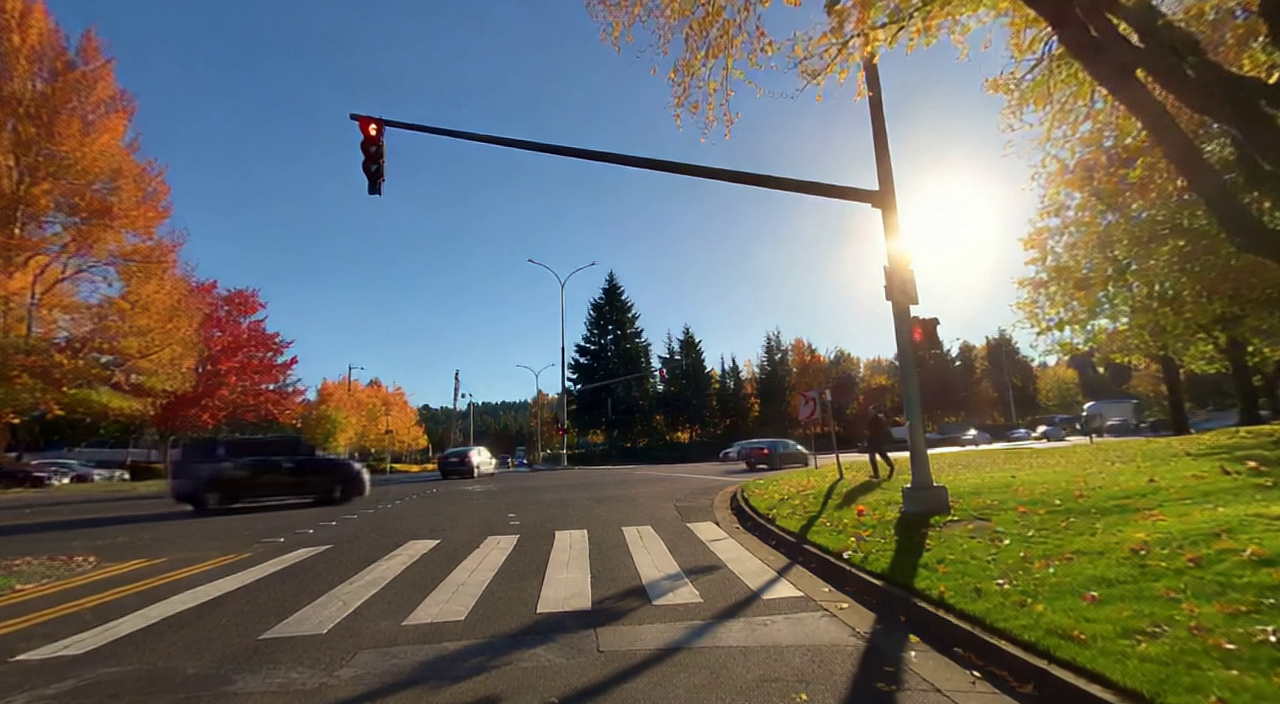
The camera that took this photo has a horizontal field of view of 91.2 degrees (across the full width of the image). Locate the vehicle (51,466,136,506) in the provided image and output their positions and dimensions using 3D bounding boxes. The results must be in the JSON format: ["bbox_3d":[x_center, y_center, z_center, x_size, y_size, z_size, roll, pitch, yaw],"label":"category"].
[{"bbox_3d":[-25.377,6.191,29.281,1.694,1.528,4.225,3,-9,-23],"label":"vehicle"}]

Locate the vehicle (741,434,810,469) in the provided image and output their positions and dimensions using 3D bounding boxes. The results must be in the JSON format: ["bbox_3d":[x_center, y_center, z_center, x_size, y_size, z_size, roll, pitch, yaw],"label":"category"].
[{"bbox_3d":[7.812,5.675,35.883,1.988,1.853,4.314,-8,-11,39],"label":"vehicle"}]

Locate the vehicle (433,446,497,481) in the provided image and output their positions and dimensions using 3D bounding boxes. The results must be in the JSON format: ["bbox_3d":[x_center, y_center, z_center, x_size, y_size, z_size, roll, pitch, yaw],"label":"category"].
[{"bbox_3d":[-8.927,5.693,32.294,1.832,1.674,3.805,-1,-9,6],"label":"vehicle"}]

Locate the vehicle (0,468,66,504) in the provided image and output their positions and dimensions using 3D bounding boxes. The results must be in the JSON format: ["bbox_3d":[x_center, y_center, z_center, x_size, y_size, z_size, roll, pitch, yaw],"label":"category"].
[{"bbox_3d":[-30.295,6.459,30.356,1.800,1.520,3.968,2,-9,-13],"label":"vehicle"}]

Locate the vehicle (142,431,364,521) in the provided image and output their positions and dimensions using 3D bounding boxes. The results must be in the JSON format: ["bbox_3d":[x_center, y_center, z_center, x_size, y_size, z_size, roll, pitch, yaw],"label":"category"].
[{"bbox_3d":[-9.592,3.030,15.867,1.942,1.920,4.263,-8,-11,39],"label":"vehicle"}]
